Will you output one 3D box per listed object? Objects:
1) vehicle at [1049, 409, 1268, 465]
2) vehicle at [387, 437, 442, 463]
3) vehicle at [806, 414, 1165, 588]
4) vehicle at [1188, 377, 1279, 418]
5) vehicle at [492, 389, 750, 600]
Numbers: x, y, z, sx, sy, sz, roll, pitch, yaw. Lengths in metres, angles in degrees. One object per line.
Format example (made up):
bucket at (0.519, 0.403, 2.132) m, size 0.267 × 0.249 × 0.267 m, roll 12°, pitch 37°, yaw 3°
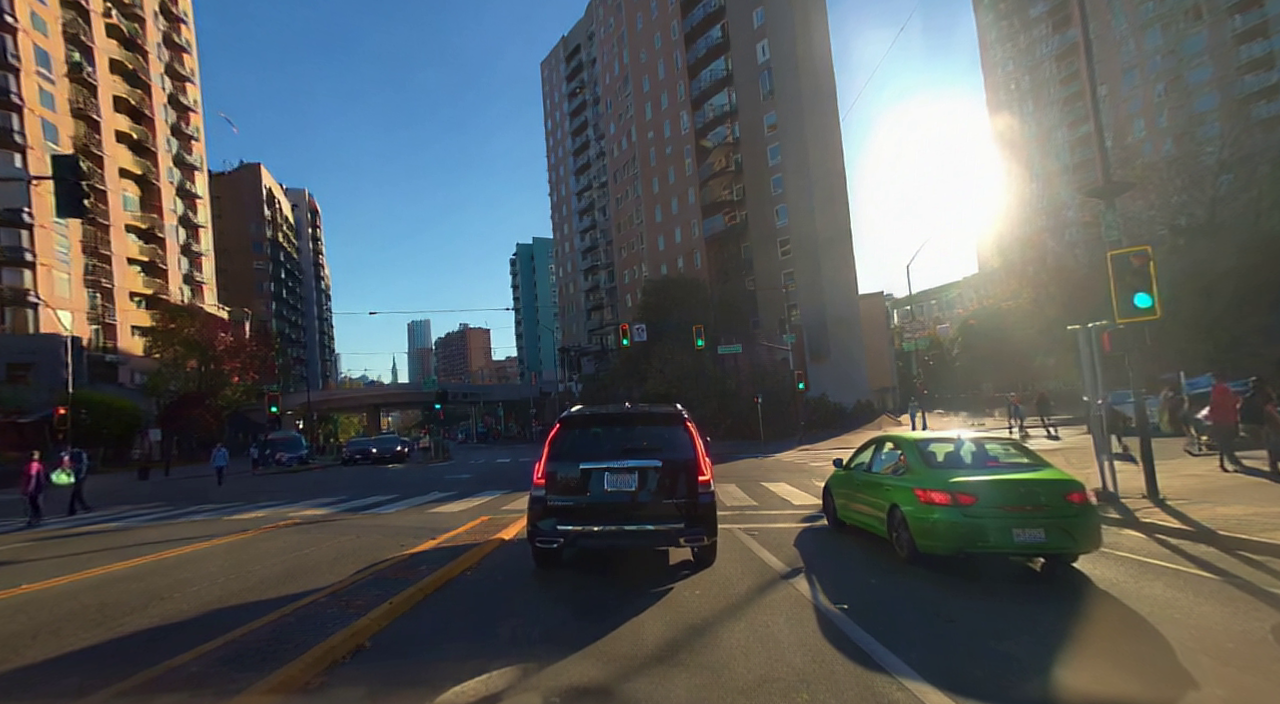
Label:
vehicle at (14.267, 2.378, 17.601) m, size 4.354 × 1.466 × 1.863 m, roll 0°, pitch -8°, yaw 2°
vehicle at (-16.114, 7.018, 45.353) m, size 2.132 × 1.710 × 4.504 m, roll 0°, pitch -8°, yaw 2°
vehicle at (3.696, 1.672, 7.979) m, size 1.987 × 1.538 × 4.510 m, roll 0°, pitch -8°, yaw 0°
vehicle at (26.562, 1.979, 27.154) m, size 4.287 × 1.639 × 1.729 m, roll 0°, pitch -8°, yaw 1°
vehicle at (-0.151, 1.508, 7.475) m, size 2.168 × 1.776 × 4.135 m, roll 0°, pitch -8°, yaw 0°
